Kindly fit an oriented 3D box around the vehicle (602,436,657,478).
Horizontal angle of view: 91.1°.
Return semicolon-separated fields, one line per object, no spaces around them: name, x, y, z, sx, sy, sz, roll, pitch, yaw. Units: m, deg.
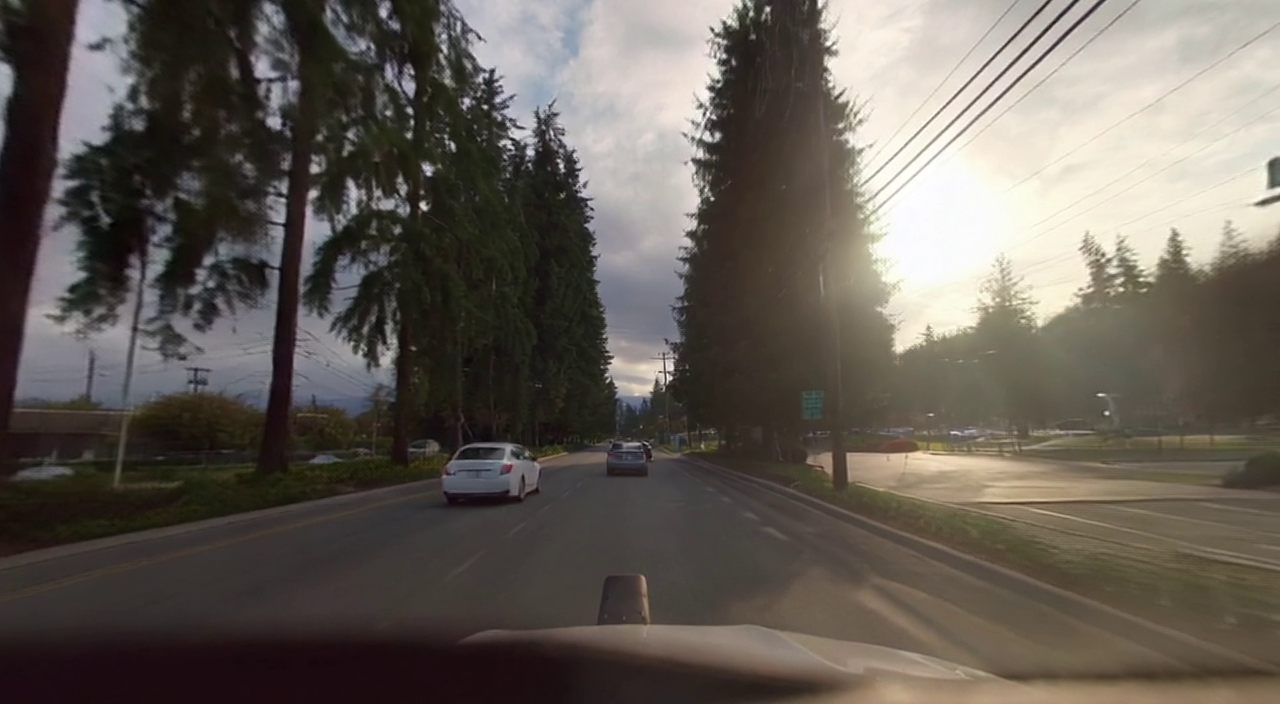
vehicle;-0.374;4.071;24.583;1.991;1.463;3.988;0;-8;0

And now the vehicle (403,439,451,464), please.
vehicle;-16.181;7.574;47.980;2.061;1.772;4.501;0;-9;0
